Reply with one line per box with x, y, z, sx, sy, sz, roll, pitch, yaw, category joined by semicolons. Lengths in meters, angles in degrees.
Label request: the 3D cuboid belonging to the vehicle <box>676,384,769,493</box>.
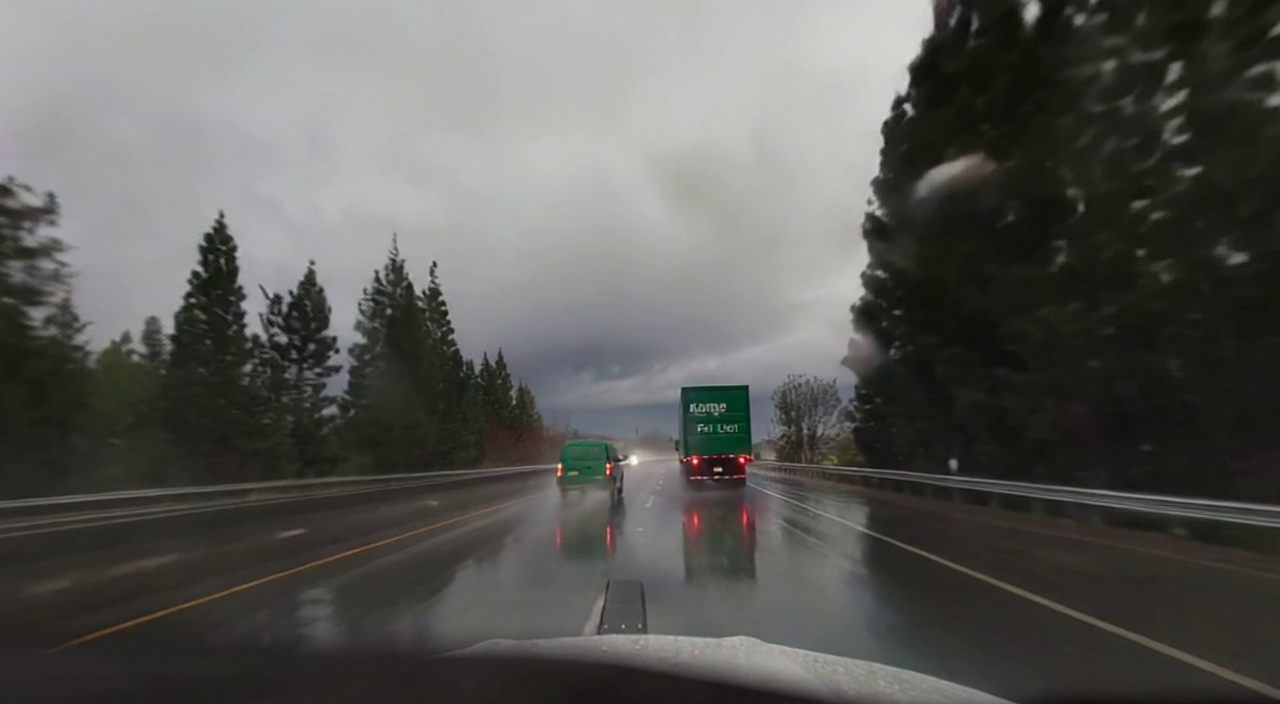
3.388;4.173;29.568;3.030;3.985;12.707;0;-9;2;vehicle

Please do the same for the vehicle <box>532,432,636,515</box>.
-1.297;3.119;16.561;2.105;1.865;4.102;-1;-9;4;vehicle
